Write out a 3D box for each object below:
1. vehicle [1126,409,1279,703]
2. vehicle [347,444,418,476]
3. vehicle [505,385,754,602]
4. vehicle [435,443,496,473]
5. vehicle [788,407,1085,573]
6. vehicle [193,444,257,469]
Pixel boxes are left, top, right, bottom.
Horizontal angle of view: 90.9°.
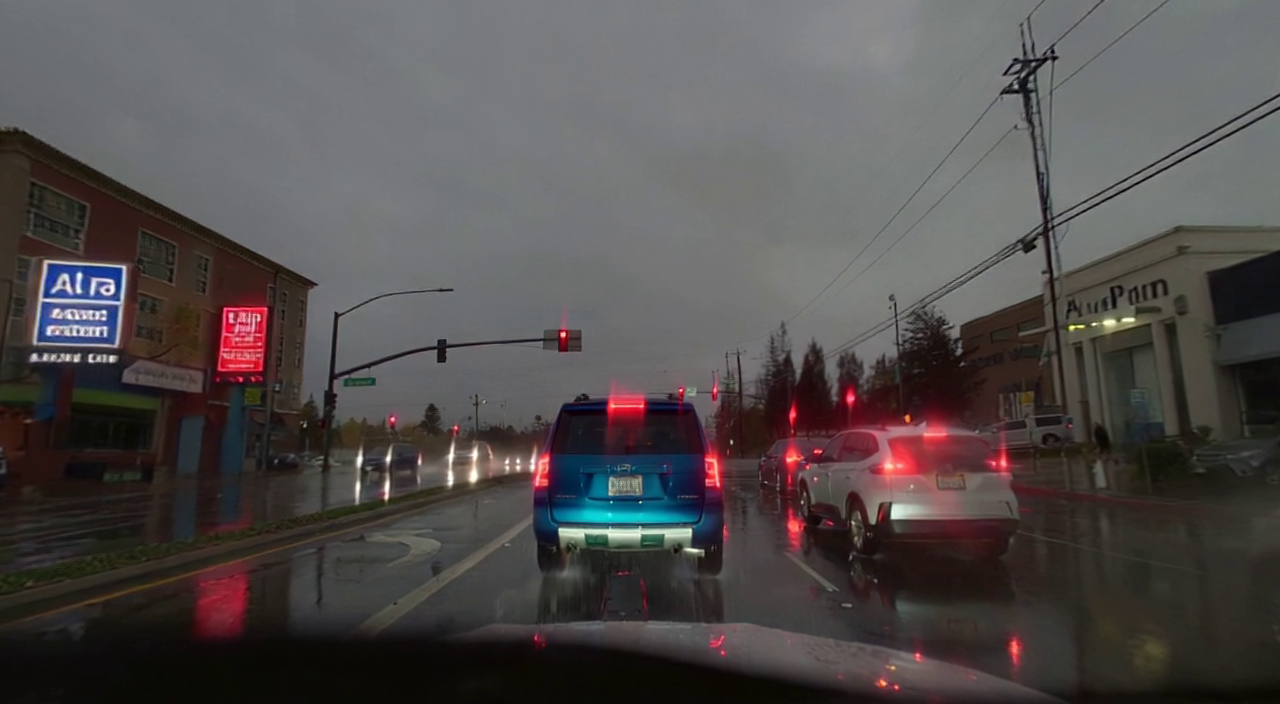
[{"bbox_3d":[3.358,0.732,0.812,1.884,1.484,4.609,0,-8,2],"label":"vehicle"},{"bbox_3d":[-14.732,6.190,36.411,2.102,1.737,4.570,0,-8,1],"label":"vehicle"},{"bbox_3d":[-0.004,1.537,7.683,2.154,1.861,4.280,0,-8,3],"label":"vehicle"},{"bbox_3d":[-11.276,6.868,41.165,2.224,1.840,5.290,-1,-8,3],"label":"vehicle"},{"bbox_3d":[3.611,1.760,8.804,2.036,1.719,4.318,0,-8,0],"label":"vehicle"},{"bbox_3d":[-27.462,6.871,41.848,1.693,1.563,3.716,0,-8,0],"label":"vehicle"}]
